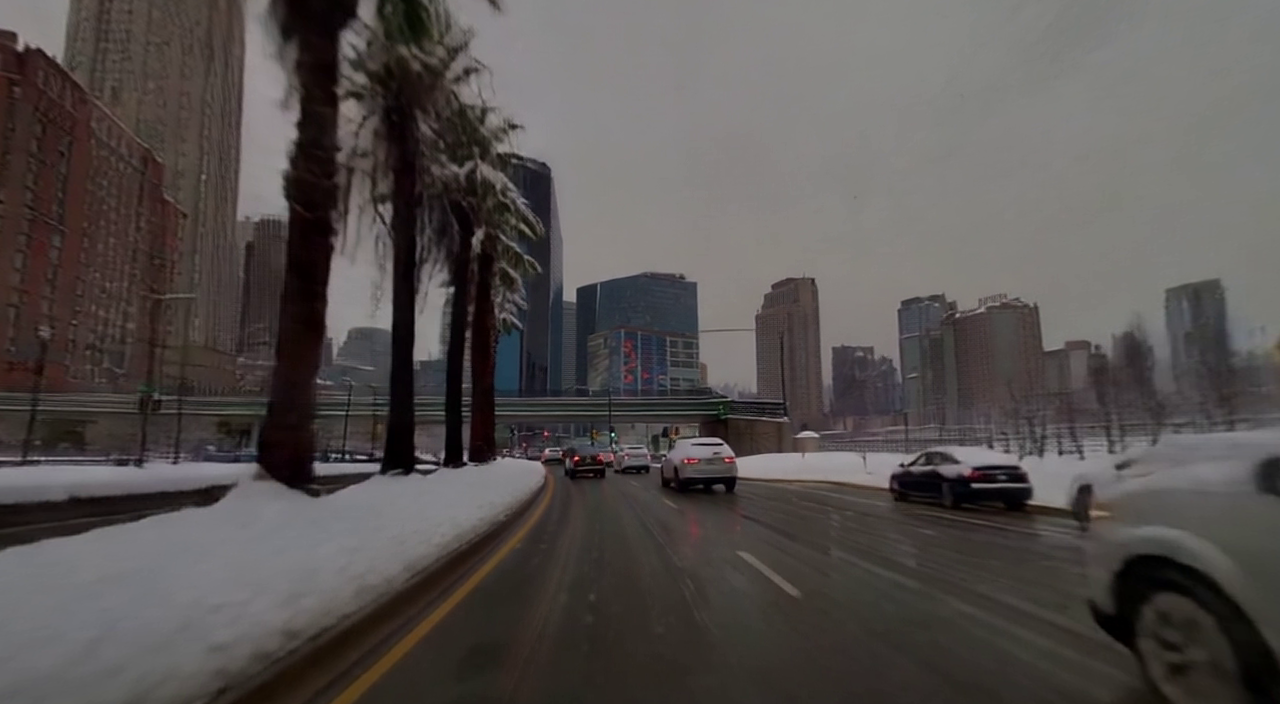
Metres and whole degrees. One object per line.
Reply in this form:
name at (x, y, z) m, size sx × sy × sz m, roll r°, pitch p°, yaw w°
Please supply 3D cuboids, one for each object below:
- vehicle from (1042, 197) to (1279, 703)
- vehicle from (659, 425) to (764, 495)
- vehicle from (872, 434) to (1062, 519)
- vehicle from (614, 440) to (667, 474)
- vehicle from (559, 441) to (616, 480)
vehicle at (3.537, 0.333, 0.878) m, size 2.434 × 2.171 × 5.098 m, roll 0°, pitch -9°, yaw -2°
vehicle at (2.125, 3.477, 20.707) m, size 2.407 × 1.991 × 5.130 m, roll 1°, pitch -9°, yaw -5°
vehicle at (7.121, 2.738, 14.421) m, size 1.914 × 1.596 × 4.494 m, roll 0°, pitch -9°, yaw 0°
vehicle at (-0.060, 5.853, 35.423) m, size 2.214 × 1.711 × 4.474 m, roll 1°, pitch -9°, yaw -10°
vehicle at (-2.553, 5.016, 29.596) m, size 2.332 × 1.625 × 4.933 m, roll 1°, pitch -9°, yaw -8°
